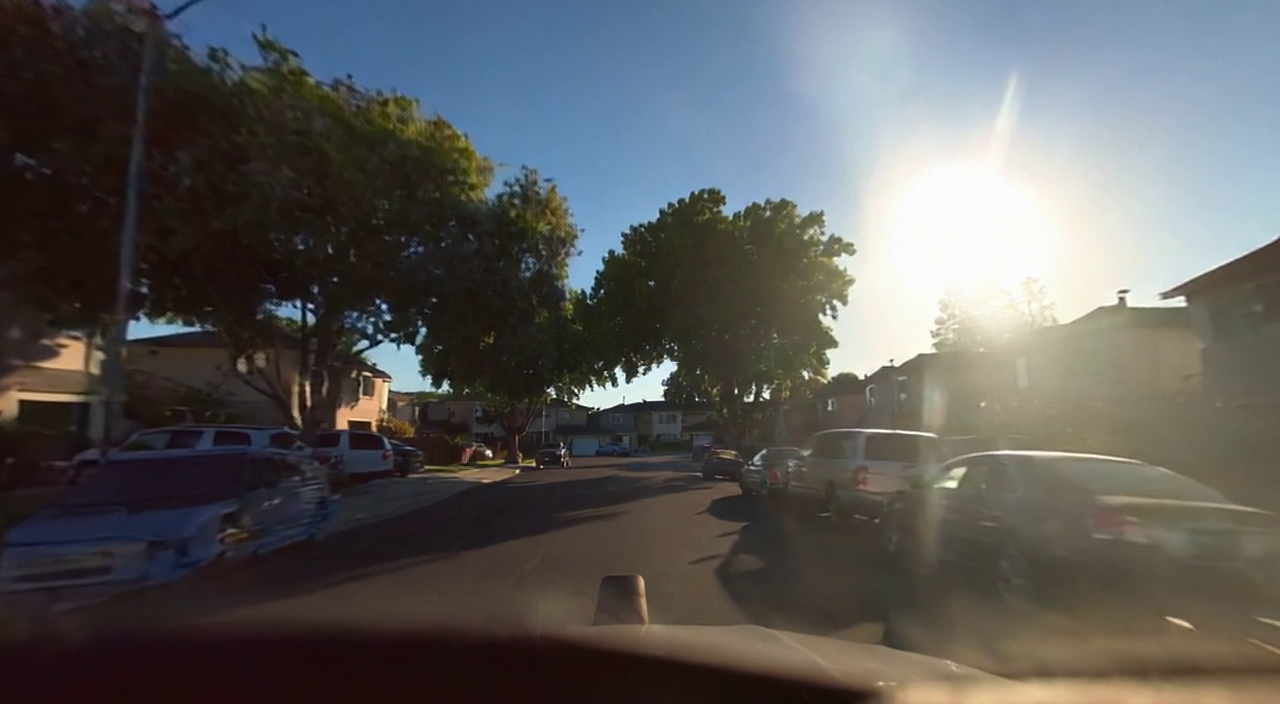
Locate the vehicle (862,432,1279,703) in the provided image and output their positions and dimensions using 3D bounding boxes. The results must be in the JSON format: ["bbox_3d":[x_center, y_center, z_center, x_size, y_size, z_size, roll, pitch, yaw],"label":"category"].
[{"bbox_3d":[3.912,1.515,5.753,2.042,1.456,4.903,0,-8,0],"label":"vehicle"}]

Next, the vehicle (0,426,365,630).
[{"bbox_3d":[-5.024,1.713,7.187,1.943,1.602,4.172,0,-8,-1],"label":"vehicle"}]

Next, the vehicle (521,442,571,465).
[{"bbox_3d":[-6.646,7.064,44.187,2.236,1.459,4.832,3,-9,-23],"label":"vehicle"}]

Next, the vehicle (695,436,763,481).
[{"bbox_3d":[3.921,4.808,28.902,2.235,1.829,5.194,0,-8,-1],"label":"vehicle"}]
